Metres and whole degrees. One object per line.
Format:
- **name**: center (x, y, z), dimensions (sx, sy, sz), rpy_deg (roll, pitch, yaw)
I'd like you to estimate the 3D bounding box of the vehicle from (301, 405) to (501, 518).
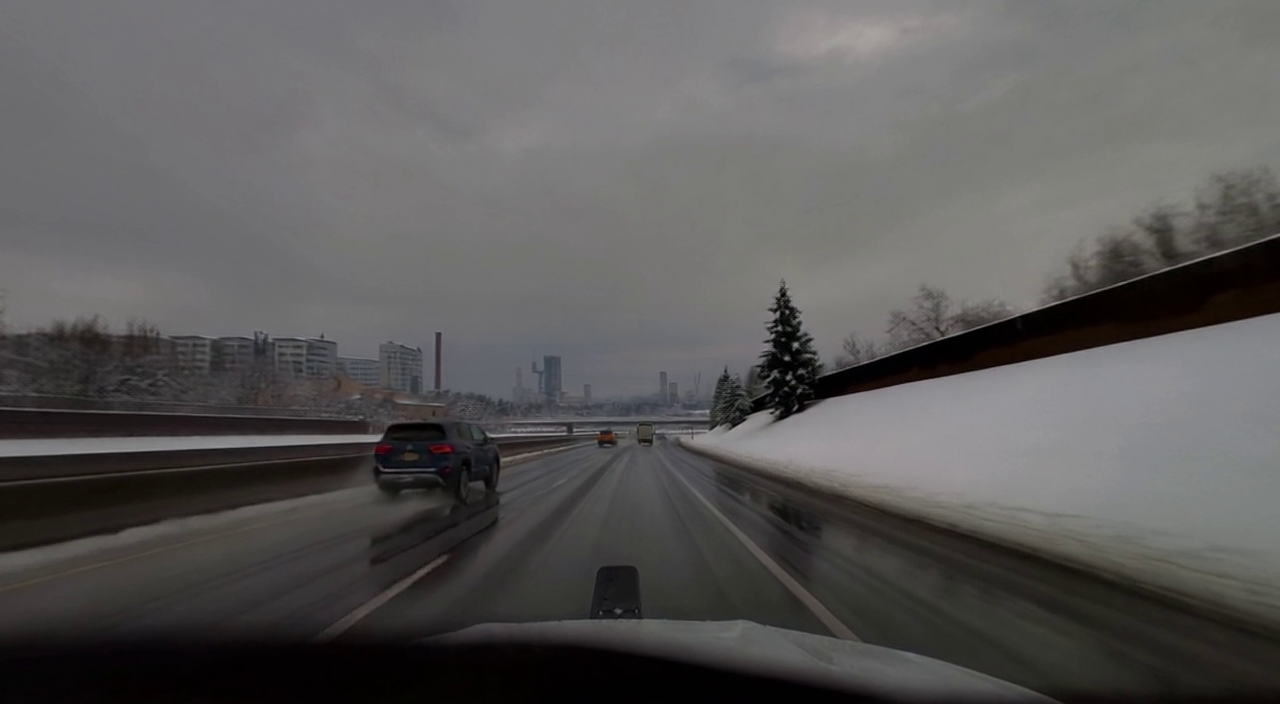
- **vehicle**: center (-4.057, 1.930, 11.607), dimensions (2.018, 1.678, 4.312), rpy_deg (0, -8, 0)
